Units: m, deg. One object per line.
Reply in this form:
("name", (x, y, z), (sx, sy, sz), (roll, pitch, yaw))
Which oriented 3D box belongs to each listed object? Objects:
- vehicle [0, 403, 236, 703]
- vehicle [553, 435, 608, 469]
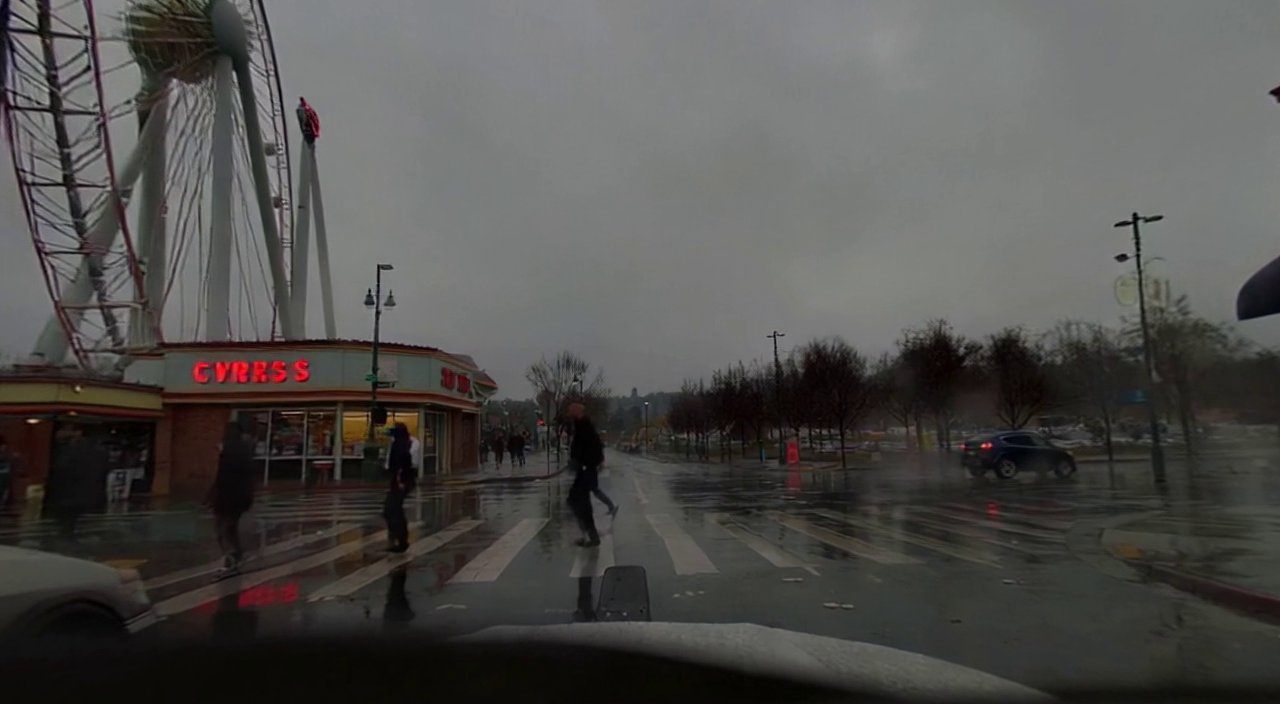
("vehicle", (-3.371, 0.784, 1.181), (1.940, 1.505, 4.676), (-1, -9, 3))
("vehicle", (-3.881, 6.356, 40.262), (2.549, 2.000, 5.699), (2, -9, -15))
